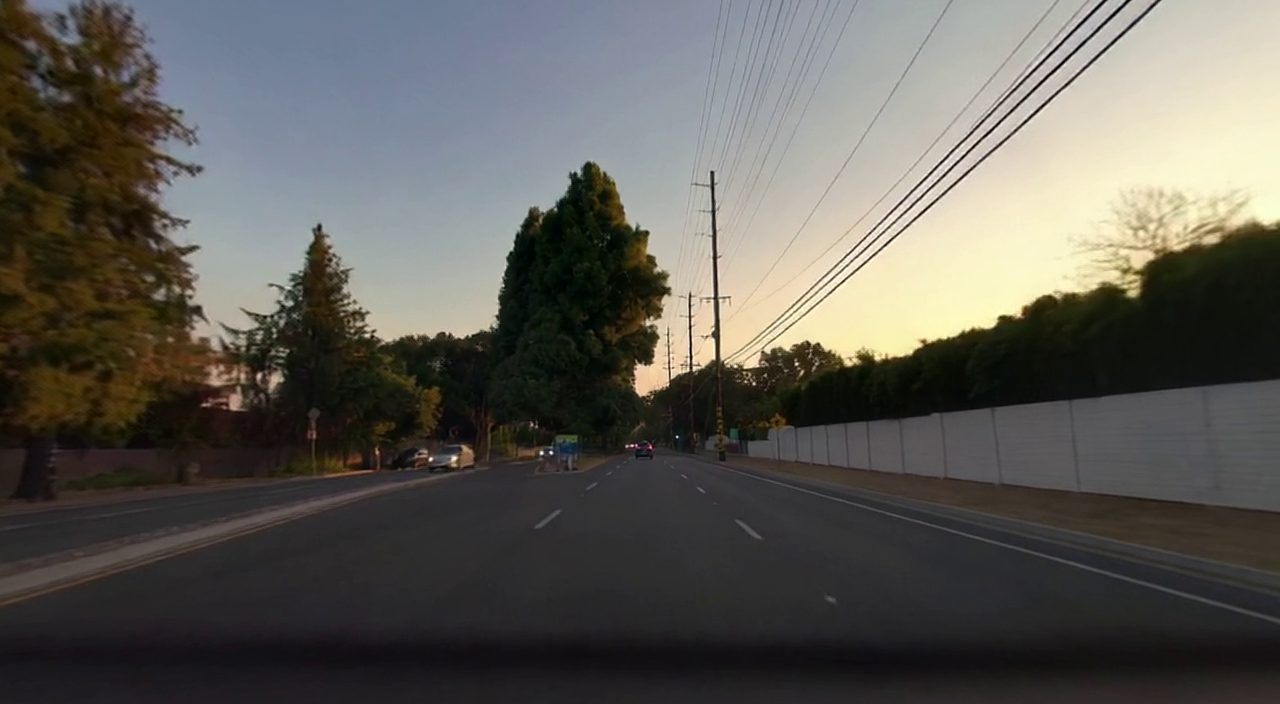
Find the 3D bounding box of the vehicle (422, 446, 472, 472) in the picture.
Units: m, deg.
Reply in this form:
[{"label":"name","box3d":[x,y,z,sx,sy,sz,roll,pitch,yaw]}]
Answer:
[{"label":"vehicle","box3d":[-12.935,7.172,42.310,1.904,1.622,4.348,0,-8,2]}]
